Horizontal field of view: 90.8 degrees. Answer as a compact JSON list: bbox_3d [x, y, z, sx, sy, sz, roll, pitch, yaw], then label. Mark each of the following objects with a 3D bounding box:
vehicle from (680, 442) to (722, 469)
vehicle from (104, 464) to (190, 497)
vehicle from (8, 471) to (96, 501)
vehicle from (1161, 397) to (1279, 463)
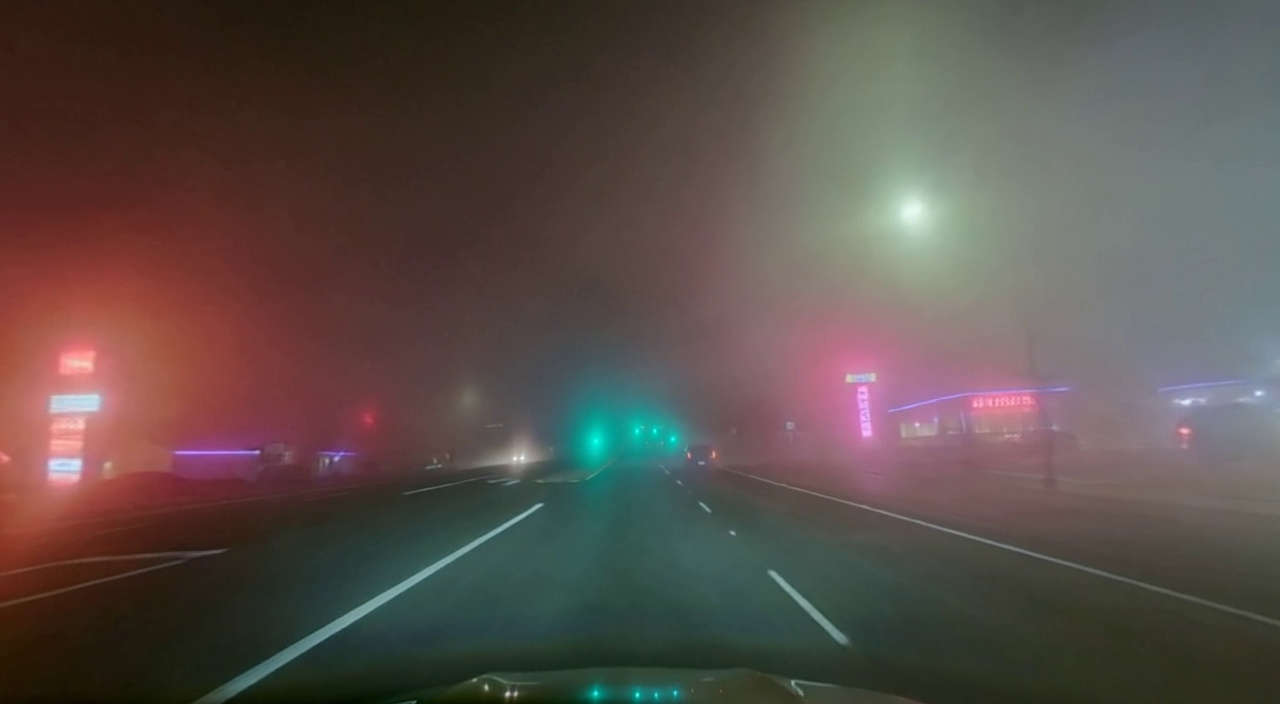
[{"bbox_3d":[3.432,5.937,36.398,1.929,1.411,4.284,0,-8,-1],"label":"vehicle"},{"bbox_3d":[-29.131,7.561,37.511,1.943,1.647,4.077,-3,-9,-3],"label":"vehicle"},{"bbox_3d":[-34.147,7.761,36.810,1.689,1.434,3.824,1,-8,-6],"label":"vehicle"},{"bbox_3d":[19.753,2.429,19.530,2.247,1.917,5.791,0,-8,-1],"label":"vehicle"}]
